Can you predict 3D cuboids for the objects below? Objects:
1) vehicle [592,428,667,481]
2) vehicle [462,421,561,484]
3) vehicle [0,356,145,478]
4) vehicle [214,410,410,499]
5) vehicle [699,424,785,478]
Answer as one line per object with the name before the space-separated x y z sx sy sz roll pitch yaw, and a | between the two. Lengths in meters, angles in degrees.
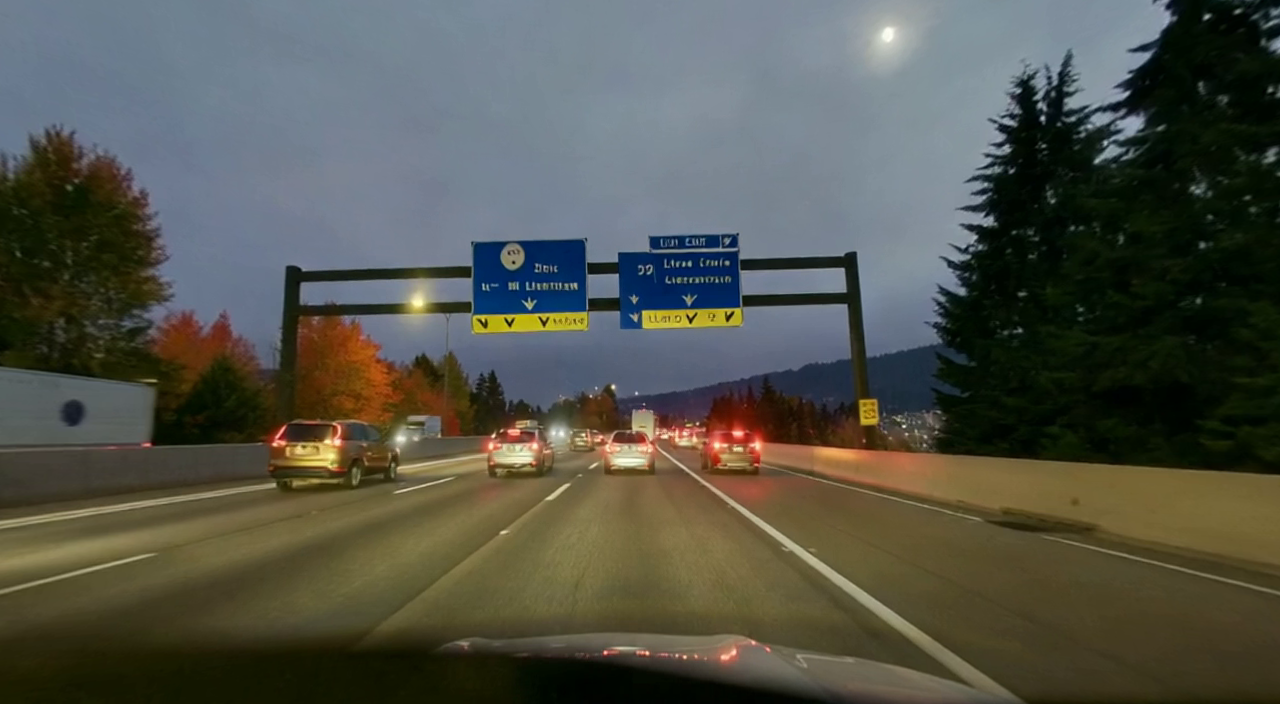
vehicle | -0.304 3.197 20.041 2.111 1.494 4.364 0 -8 0
vehicle | -3.725 2.999 19.073 2.064 1.672 4.277 0 -8 1
vehicle | -23.175 2.073 20.284 2.934 4.105 14.191 0 -8 0
vehicle | -7.457 2.380 15.036 2.117 1.779 4.745 0 -8 0
vehicle | 3.336 3.319 21.452 2.095 1.650 4.331 0 -8 -1
